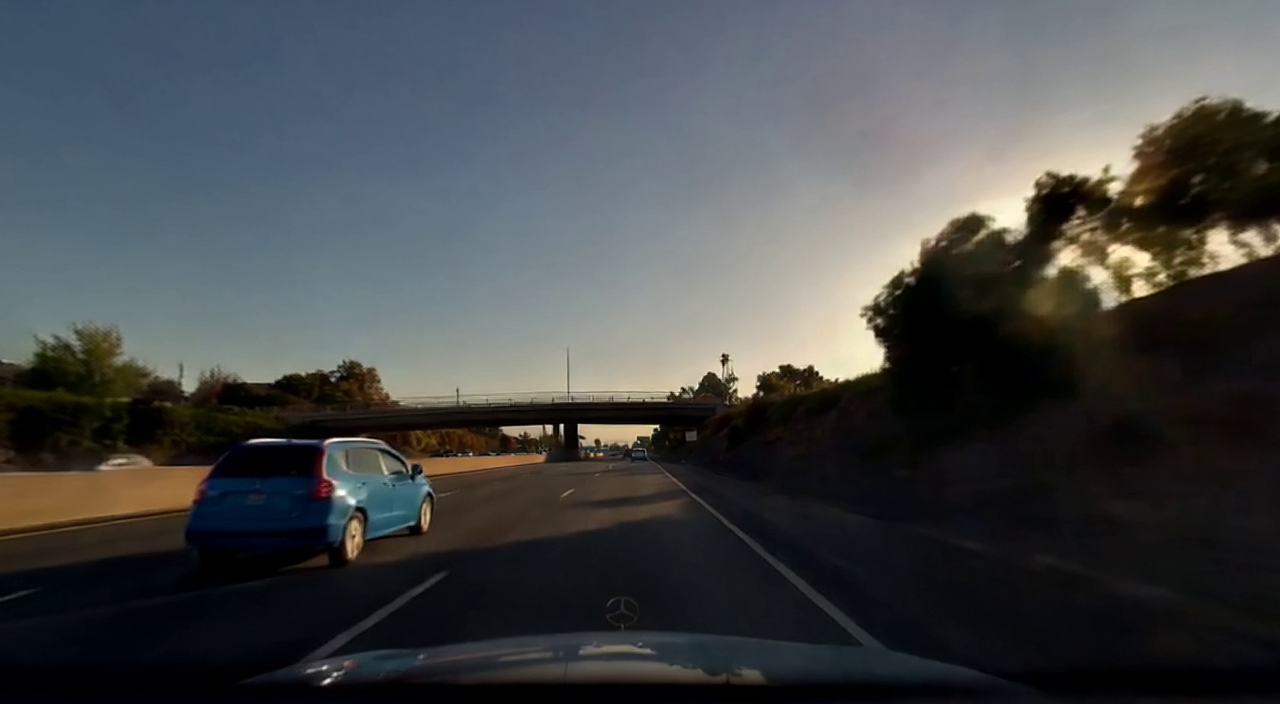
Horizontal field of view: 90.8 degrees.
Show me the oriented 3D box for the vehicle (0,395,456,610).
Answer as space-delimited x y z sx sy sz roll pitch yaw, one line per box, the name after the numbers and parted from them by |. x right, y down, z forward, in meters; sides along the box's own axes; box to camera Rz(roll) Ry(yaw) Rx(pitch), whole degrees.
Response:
-4.193 1.623 7.803 2.272 1.759 5.058 0 -9 0 | vehicle
